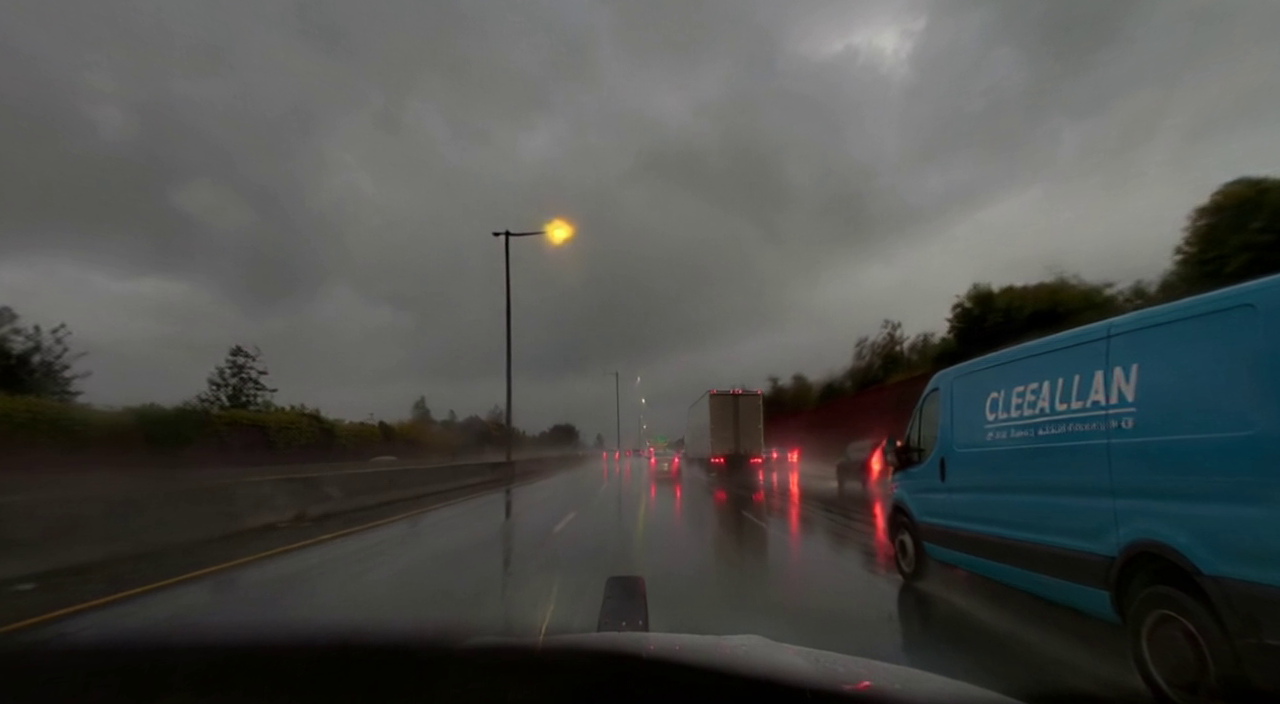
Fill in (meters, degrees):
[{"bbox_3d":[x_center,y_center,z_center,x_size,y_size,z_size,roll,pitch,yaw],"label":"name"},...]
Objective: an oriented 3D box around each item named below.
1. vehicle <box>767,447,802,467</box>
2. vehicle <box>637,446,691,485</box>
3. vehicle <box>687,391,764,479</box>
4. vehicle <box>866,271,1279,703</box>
[{"bbox_3d":[11.350,8.243,49.728,1.870,1.525,3.680,0,-9,0],"label":"vehicle"},{"bbox_3d":[0.906,4.738,26.624,2.063,1.469,4.208,0,-9,-1],"label":"vehicle"},{"bbox_3d":[4.474,4.840,35.901,2.821,4.077,12.562,0,-9,1],"label":"vehicle"},{"bbox_3d":[3.752,0.941,4.086,2.441,2.017,5.739,0,-9,0],"label":"vehicle"}]
